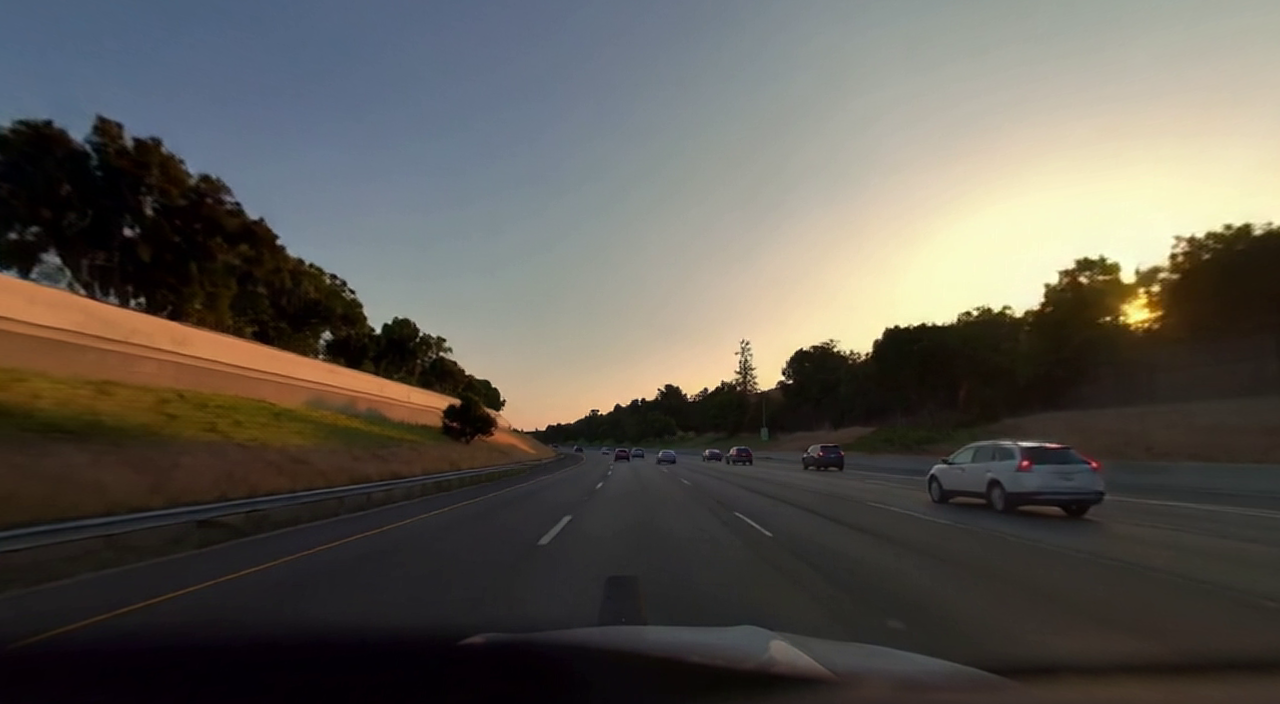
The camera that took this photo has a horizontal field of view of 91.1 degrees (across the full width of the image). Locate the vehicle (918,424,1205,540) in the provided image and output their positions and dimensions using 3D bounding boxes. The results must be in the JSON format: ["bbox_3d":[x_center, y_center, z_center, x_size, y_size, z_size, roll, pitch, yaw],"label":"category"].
[{"bbox_3d":[7.328,2.283,11.738,2.048,1.697,4.689,0,-8,-1],"label":"vehicle"}]

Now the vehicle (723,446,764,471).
[{"bbox_3d":[6.656,6.853,40.648,1.940,1.482,3.644,1,-8,-2],"label":"vehicle"}]

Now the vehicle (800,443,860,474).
[{"bbox_3d":[10.610,5.947,35.366,1.986,1.644,4.126,1,-8,-2],"label":"vehicle"}]
